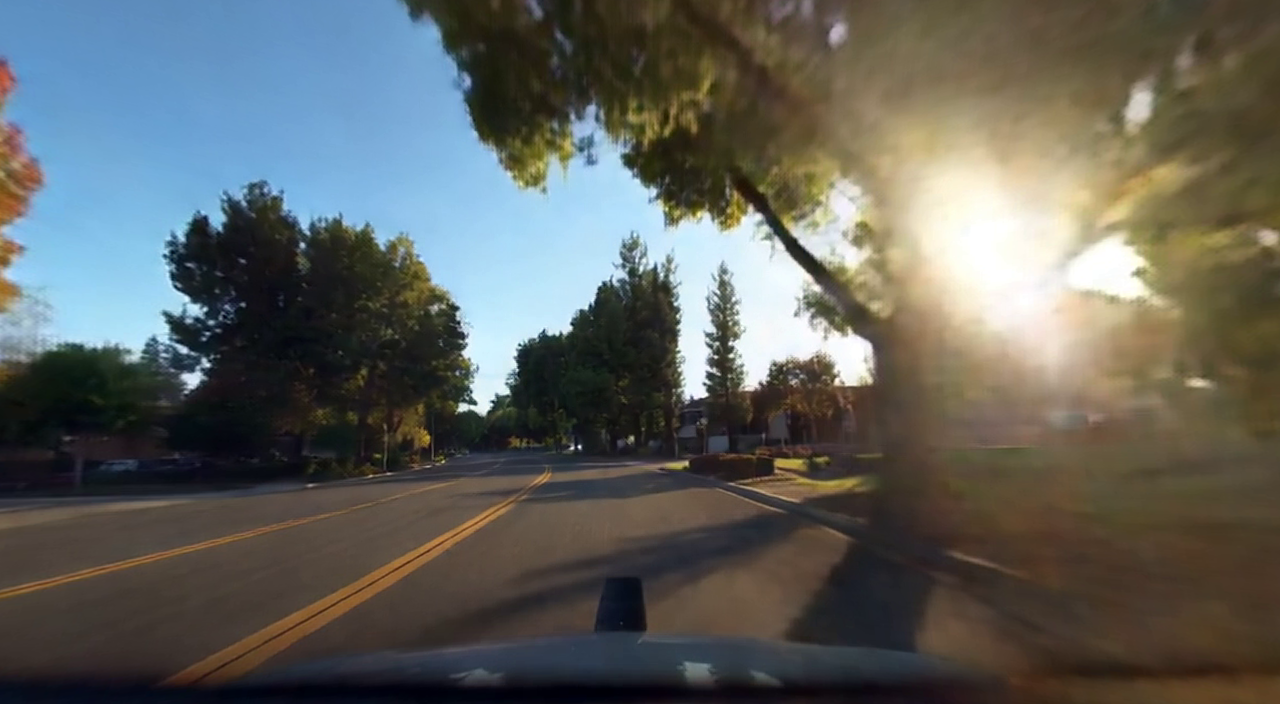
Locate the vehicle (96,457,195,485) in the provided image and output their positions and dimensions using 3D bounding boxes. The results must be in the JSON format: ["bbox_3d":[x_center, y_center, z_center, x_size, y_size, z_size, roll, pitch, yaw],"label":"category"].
[{"bbox_3d":[-25.753,6.200,33.021,3.602,1.387,1.687,2,-9,-7],"label":"vehicle"}]

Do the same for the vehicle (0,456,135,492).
[{"bbox_3d":[-25.346,5.313,27.706,4.527,1.441,2.024,0,-9,-3],"label":"vehicle"}]
